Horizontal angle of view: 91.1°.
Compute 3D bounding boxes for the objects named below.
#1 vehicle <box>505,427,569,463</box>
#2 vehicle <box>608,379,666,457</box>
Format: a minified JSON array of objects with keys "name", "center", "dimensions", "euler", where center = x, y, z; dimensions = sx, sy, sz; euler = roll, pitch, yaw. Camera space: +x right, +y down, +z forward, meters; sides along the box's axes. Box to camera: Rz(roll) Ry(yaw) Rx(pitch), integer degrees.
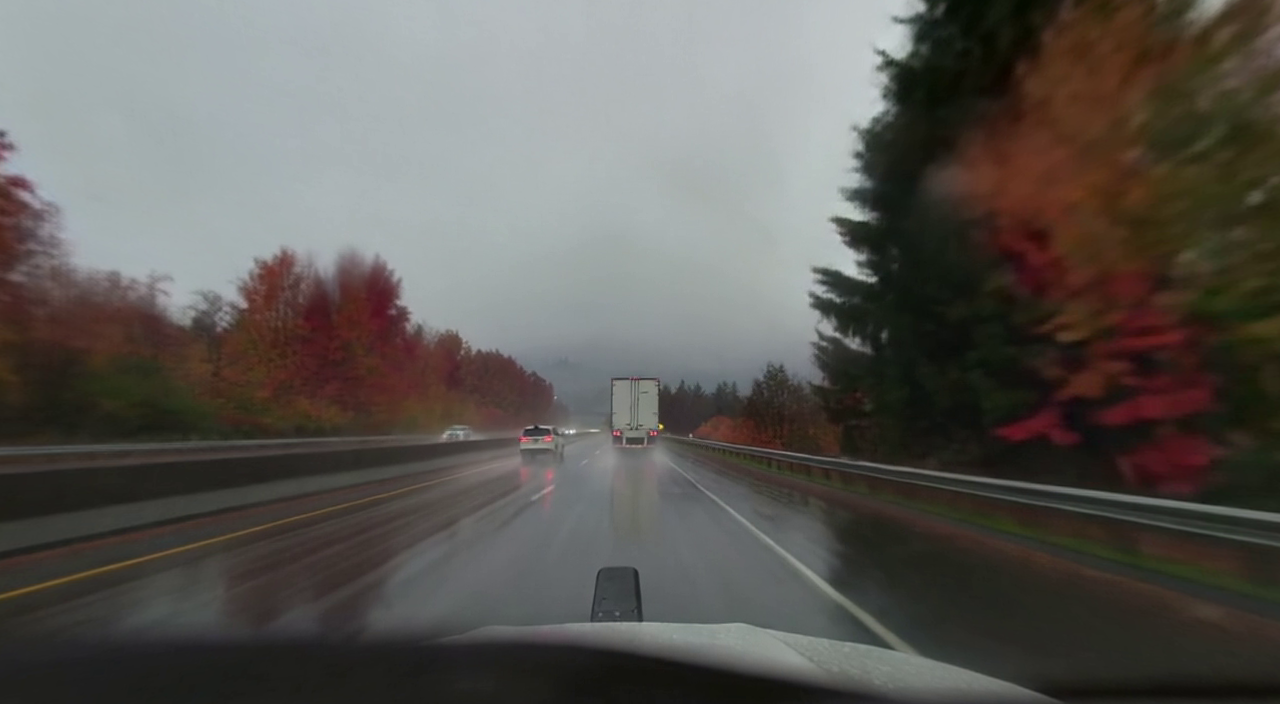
[{"name":"vehicle","center":[-4.597,4.230,28.746],"dimensions":[2.217,1.495,4.245],"euler":[0,-8,0]},{"name":"vehicle","center":[-0.341,4.194,38.401],"dimensions":[3.013,4.016,11.496],"euler":[0,-8,-2]}]
